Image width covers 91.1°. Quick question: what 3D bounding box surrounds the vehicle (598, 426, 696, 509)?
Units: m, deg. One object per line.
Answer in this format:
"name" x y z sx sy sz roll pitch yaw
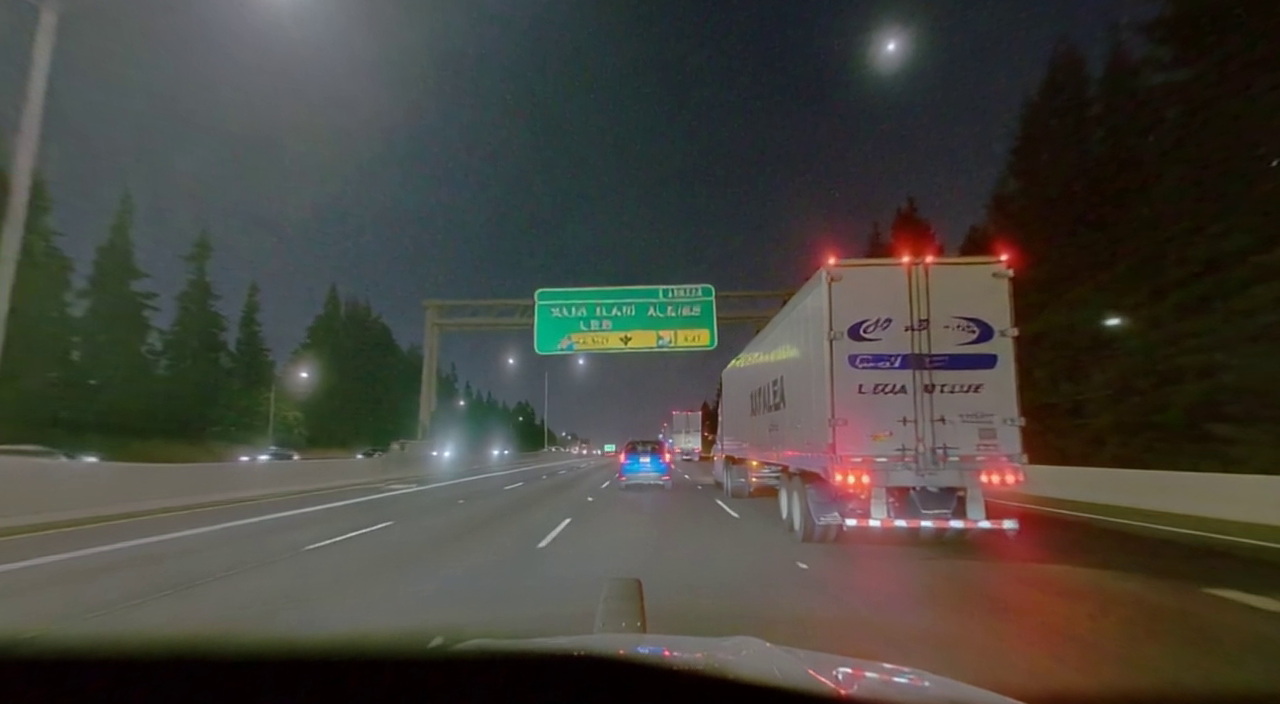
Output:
"vehicle" 0.183 2.731 15.286 2.054 1.706 4.201 0 -8 1

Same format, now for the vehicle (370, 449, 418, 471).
"vehicle" -18.398 8.096 47.174 1.811 1.508 4.201 0 -8 2

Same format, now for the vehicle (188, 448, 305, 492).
"vehicle" -15.306 4.580 24.706 1.858 1.554 4.055 0 -8 2
